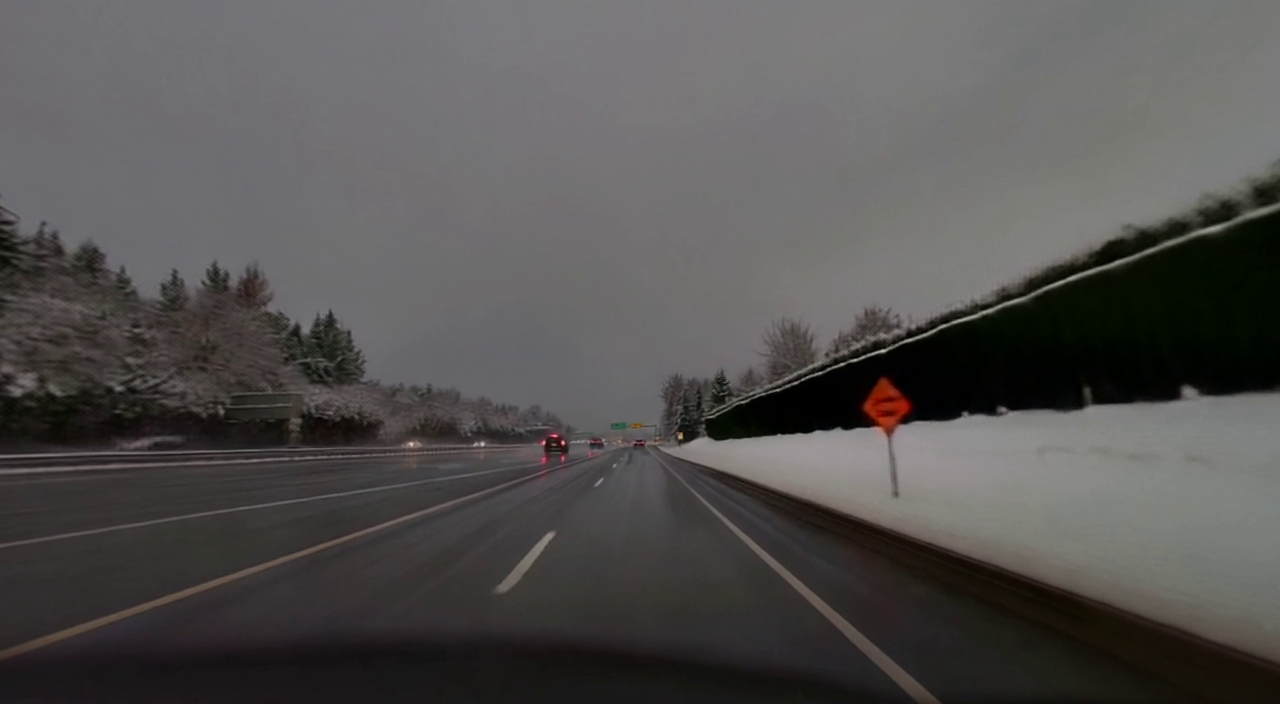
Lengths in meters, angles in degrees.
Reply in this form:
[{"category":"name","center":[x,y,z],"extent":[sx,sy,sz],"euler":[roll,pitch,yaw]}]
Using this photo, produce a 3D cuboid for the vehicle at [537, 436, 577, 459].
[{"category":"vehicle","center":[-6.104,7.034,46.857],"extent":[2.141,1.612,3.998],"euler":[-1,-8,5]}]
